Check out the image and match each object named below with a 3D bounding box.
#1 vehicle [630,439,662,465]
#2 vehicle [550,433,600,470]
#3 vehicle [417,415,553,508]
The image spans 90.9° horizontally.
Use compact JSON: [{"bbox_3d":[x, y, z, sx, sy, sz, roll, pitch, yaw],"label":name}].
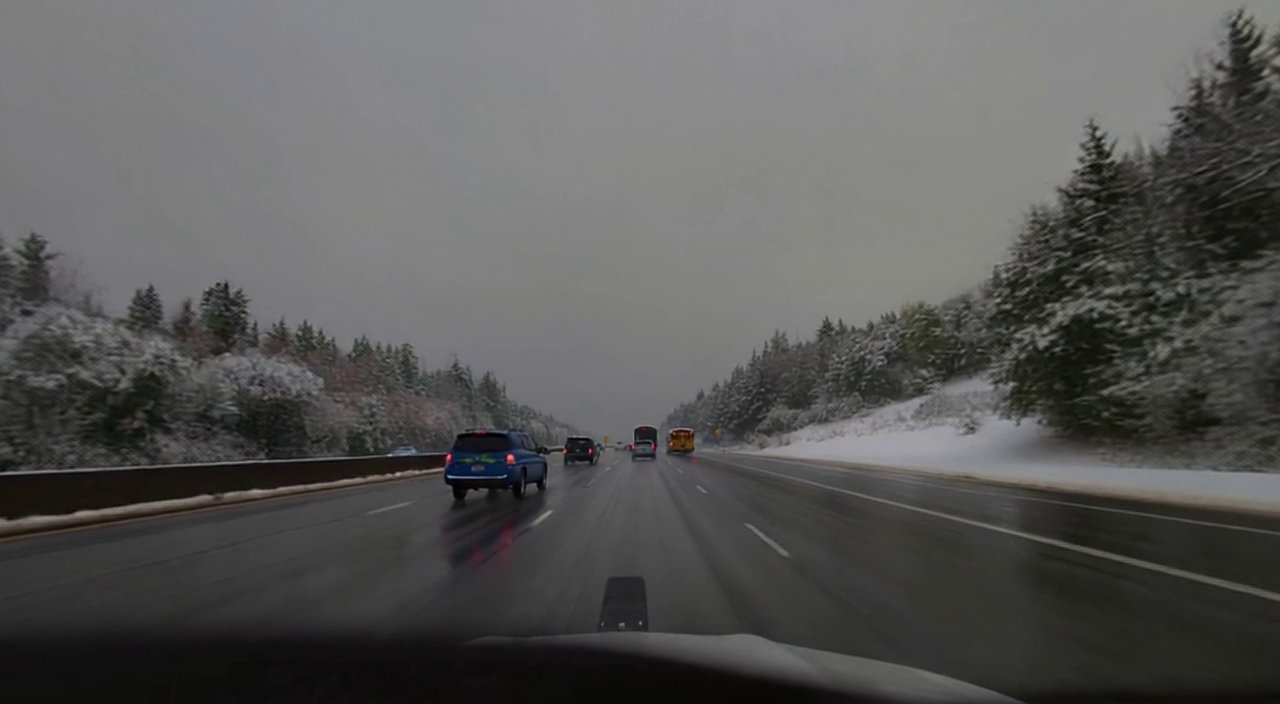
[{"bbox_3d":[0.392,6.710,42.286,2.042,1.632,3.654,0,-9,0],"label":"vehicle"},{"bbox_3d":[-3.340,5.286,33.559,2.155,1.843,4.567,0,-9,0],"label":"vehicle"},{"bbox_3d":[-3.494,2.590,15.218,2.016,1.898,4.458,0,-9,1],"label":"vehicle"}]
